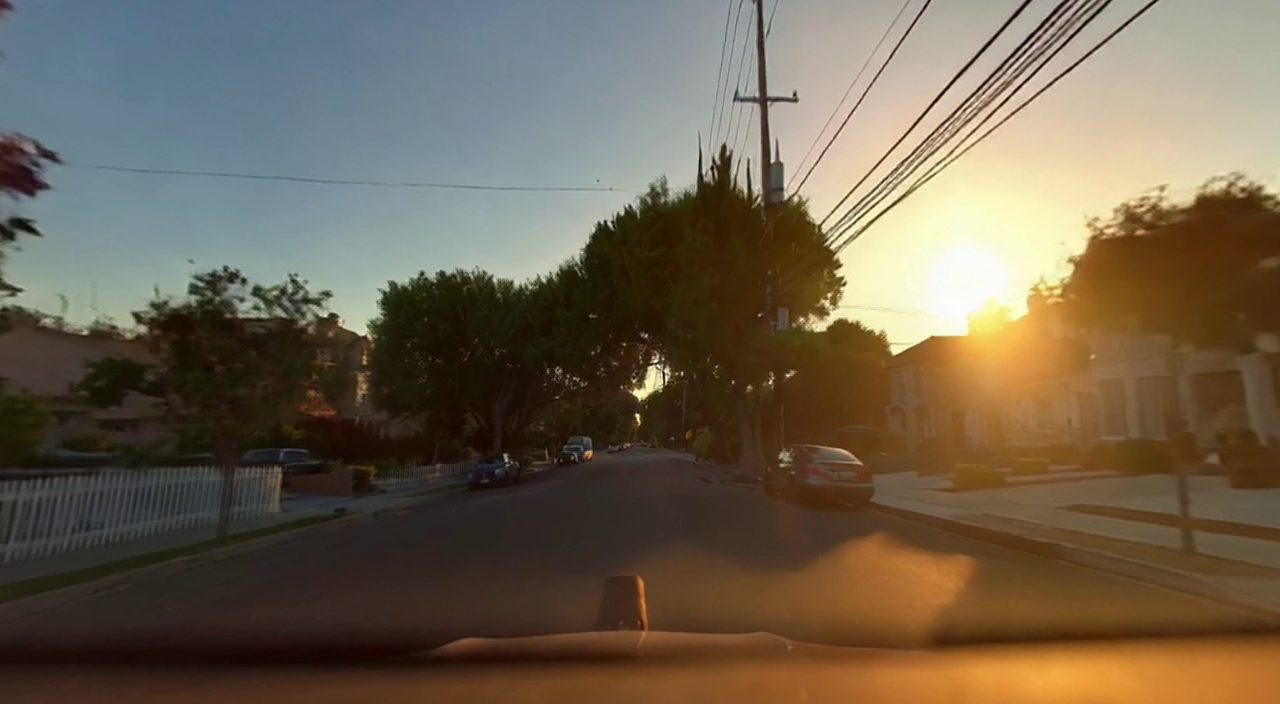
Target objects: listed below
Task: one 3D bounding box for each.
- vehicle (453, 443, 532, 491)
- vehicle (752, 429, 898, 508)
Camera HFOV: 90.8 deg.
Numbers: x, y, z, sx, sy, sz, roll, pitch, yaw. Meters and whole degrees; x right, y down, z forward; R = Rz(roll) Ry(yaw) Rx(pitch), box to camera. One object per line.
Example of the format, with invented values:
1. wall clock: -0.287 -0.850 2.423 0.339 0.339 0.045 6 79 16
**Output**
1. vehicle: -5.875 4.608 25.830 1.954 1.551 5.128 -3 -7 0
2. vehicle: 4.104 2.645 14.781 2.020 1.558 3.925 0 -8 -3
